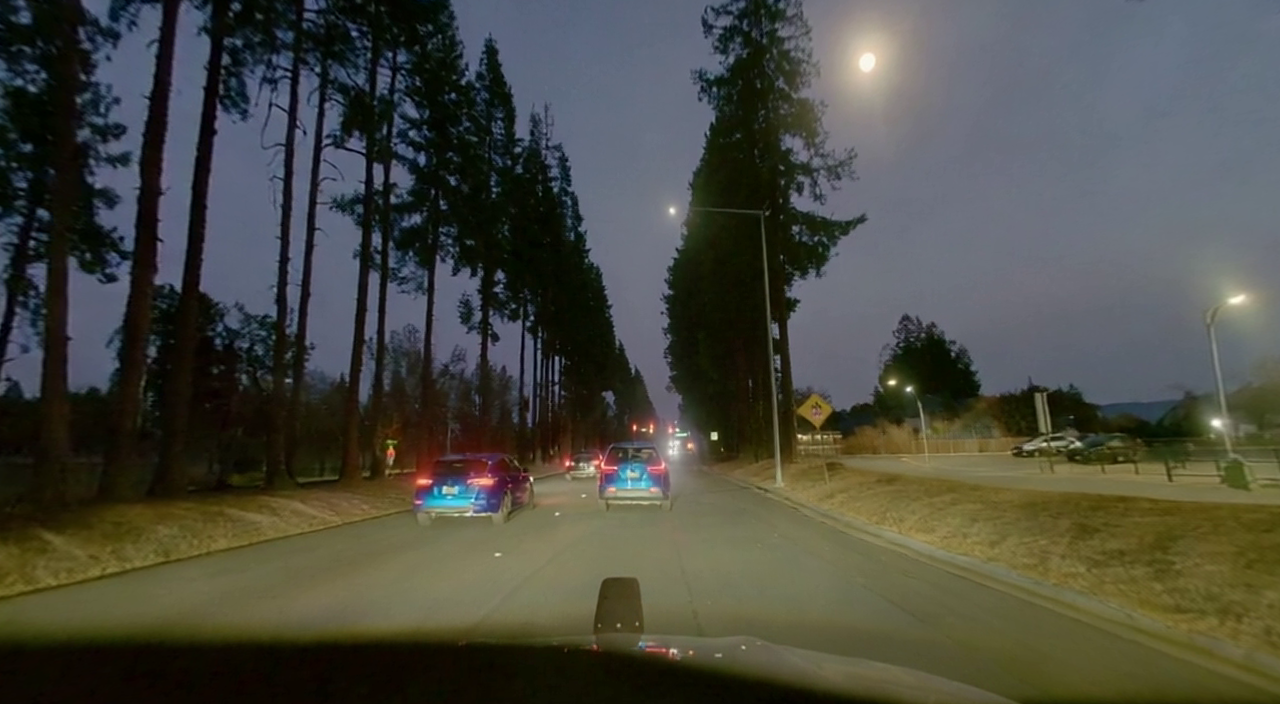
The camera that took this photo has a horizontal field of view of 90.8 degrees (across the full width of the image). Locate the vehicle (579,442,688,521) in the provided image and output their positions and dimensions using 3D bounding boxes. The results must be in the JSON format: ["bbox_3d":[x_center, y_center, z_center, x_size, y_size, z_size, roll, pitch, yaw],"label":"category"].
[{"bbox_3d":[-0.132,2.953,14.954,2.229,1.591,3.897,0,-8,0],"label":"vehicle"}]

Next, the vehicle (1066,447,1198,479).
[{"bbox_3d":[27.701,6.213,35.675,5.955,1.702,2.166,1,-8,-7],"label":"vehicle"}]

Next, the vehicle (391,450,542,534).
[{"bbox_3d":[-3.466,2.860,13.594,1.922,1.464,4.424,0,-8,1],"label":"vehicle"}]
